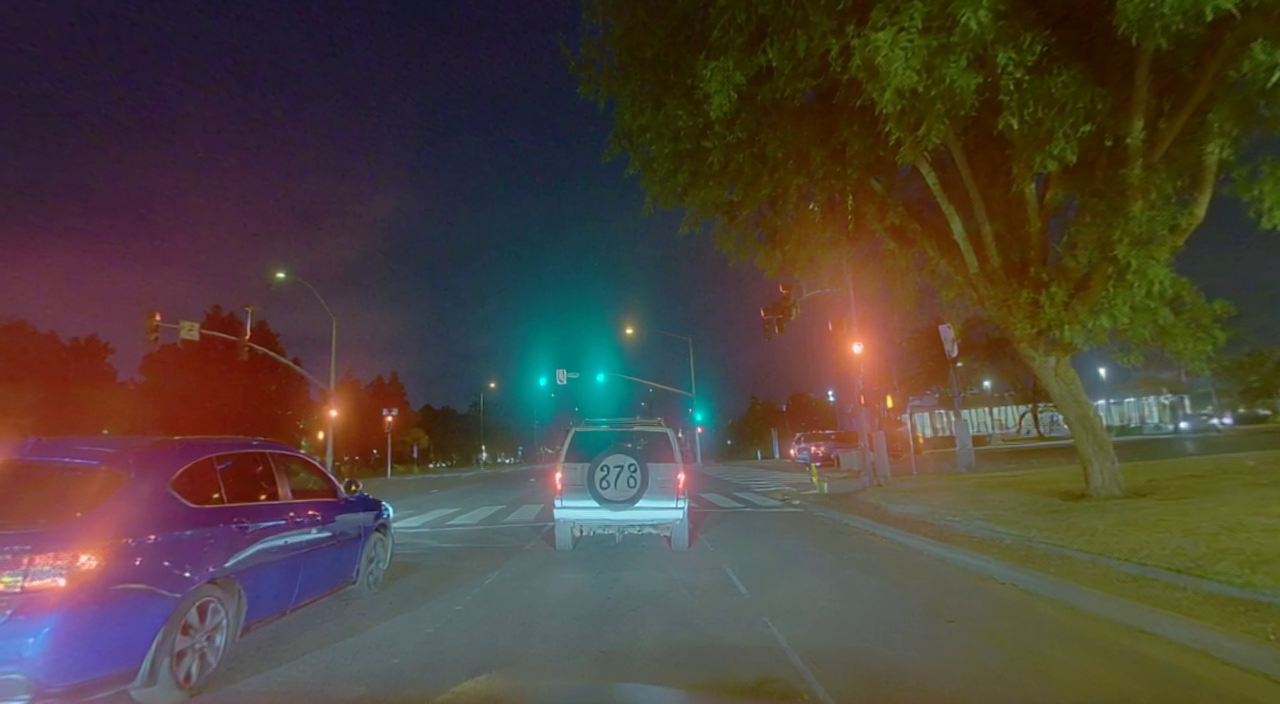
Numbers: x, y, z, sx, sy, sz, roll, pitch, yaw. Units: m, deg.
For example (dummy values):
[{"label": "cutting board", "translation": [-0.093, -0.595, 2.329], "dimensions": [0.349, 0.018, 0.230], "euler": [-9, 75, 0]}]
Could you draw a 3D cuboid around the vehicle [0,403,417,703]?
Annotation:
[{"label": "vehicle", "translation": [-3.374, 1.278, 4.668], "dimensions": [2.011, 1.527, 4.008], "euler": [0, -8, -1]}]

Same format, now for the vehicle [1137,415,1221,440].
[{"label": "vehicle", "translation": [33.932, 4.806, 39.799], "dimensions": [4.509, 1.487, 1.915], "euler": [3, -9, -20]}]

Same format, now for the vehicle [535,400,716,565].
[{"label": "vehicle", "translation": [-0.166, 1.806, 9.415], "dimensions": [2.059, 1.877, 4.249], "euler": [0, -8, 0]}]

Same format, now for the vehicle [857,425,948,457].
[{"label": "vehicle", "translation": [13.343, 4.552, 32.184], "dimensions": [3.830, 1.545, 2.006], "euler": [3, -9, -18]}]
